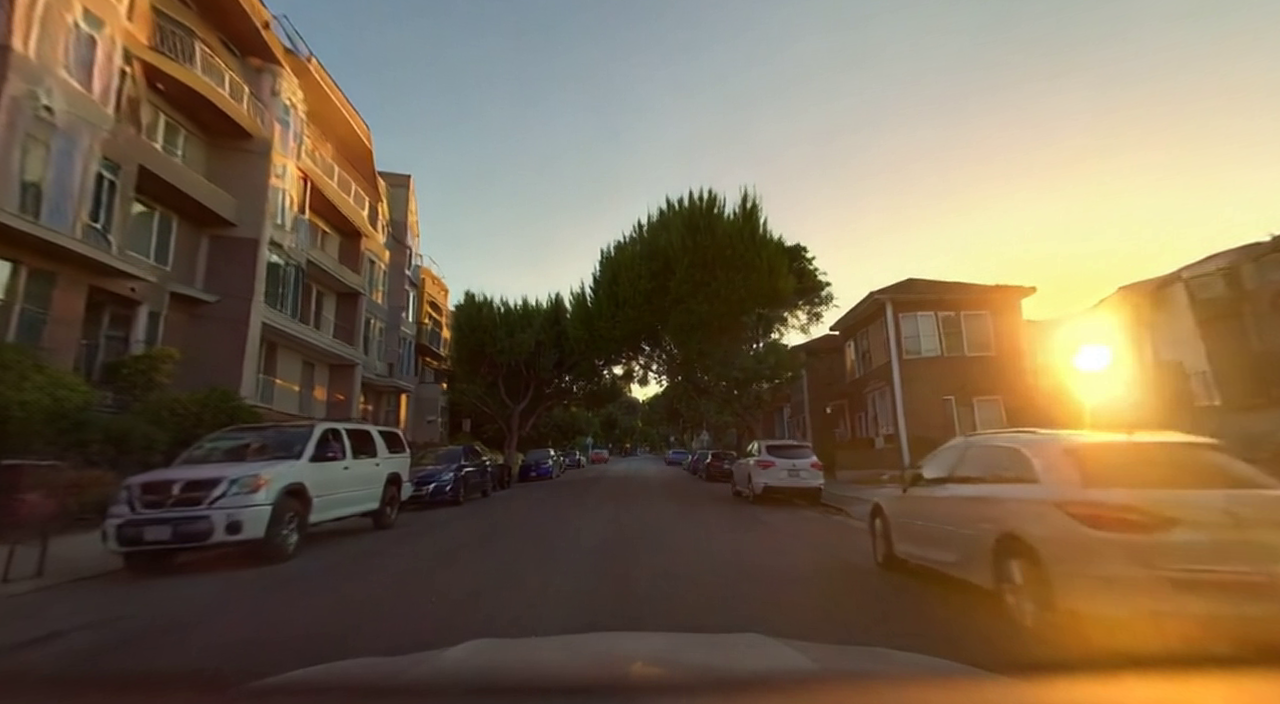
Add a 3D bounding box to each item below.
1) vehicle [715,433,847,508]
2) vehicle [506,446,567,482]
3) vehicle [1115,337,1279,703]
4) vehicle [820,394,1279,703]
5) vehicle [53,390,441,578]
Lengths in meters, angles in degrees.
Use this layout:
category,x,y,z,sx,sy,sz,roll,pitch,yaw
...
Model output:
category,x,y,z,sx,sy,sz,roll,pitch,yaw
vehicle,3.966,3.482,19.246,2.473,1.895,6.050,0,-8,-2
vehicle,-5.422,5.929,33.812,2.222,1.735,5.215,-1,-8,2
vehicle,3.603,0.580,0.708,2.216,1.790,5.077,0,-8,1
vehicle,3.691,1.435,5.965,2.445,1.662,5.309,0,-8,0
vehicle,-5.558,1.997,10.388,2.596,2.152,5.689,-2,-9,2
